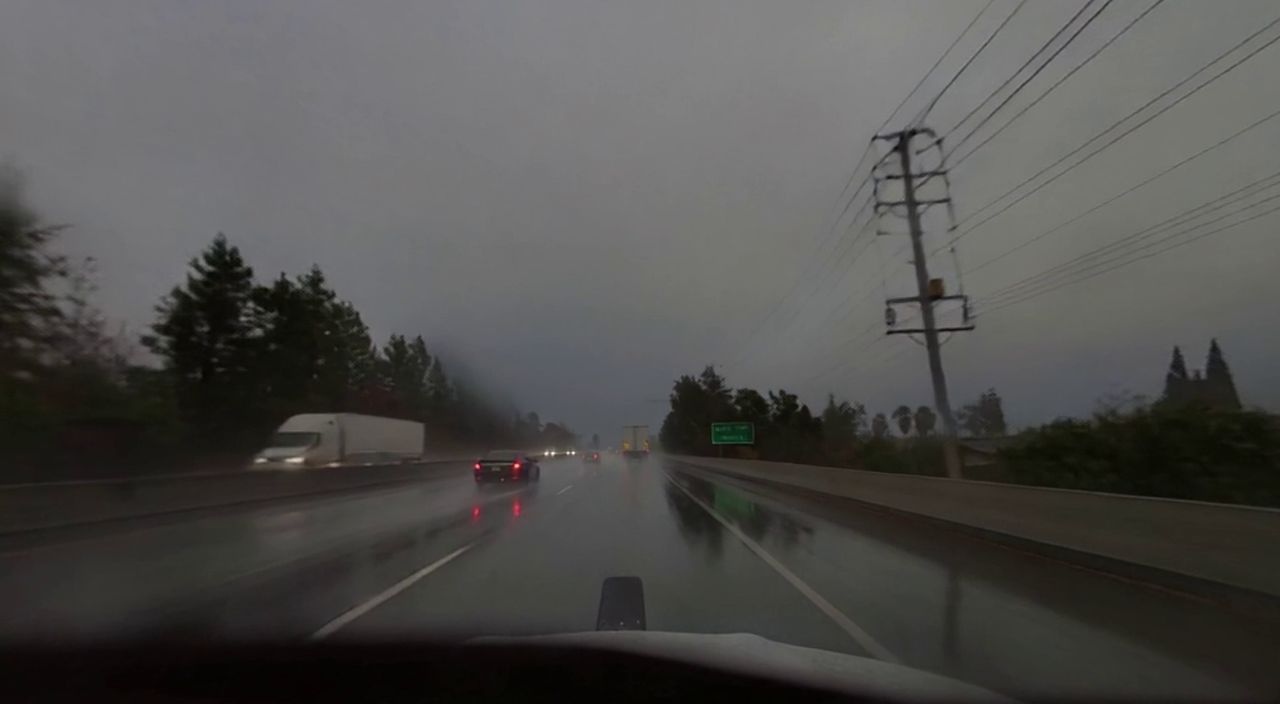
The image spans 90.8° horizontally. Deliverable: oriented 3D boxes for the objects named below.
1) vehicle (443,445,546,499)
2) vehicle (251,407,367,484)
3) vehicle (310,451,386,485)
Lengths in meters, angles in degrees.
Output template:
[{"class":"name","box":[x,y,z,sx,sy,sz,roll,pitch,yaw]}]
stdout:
[{"class":"vehicle","box":[-4.313,3.641,19.493,2.106,1.445,4.404,0,-9,0]},{"class":"vehicle","box":[-18.196,5.229,35.266,2.947,3.887,6.339,0,-9,0]},{"class":"vehicle","box":[-13.299,5.283,28.960,1.729,1.449,3.652,0,-9,0]}]
